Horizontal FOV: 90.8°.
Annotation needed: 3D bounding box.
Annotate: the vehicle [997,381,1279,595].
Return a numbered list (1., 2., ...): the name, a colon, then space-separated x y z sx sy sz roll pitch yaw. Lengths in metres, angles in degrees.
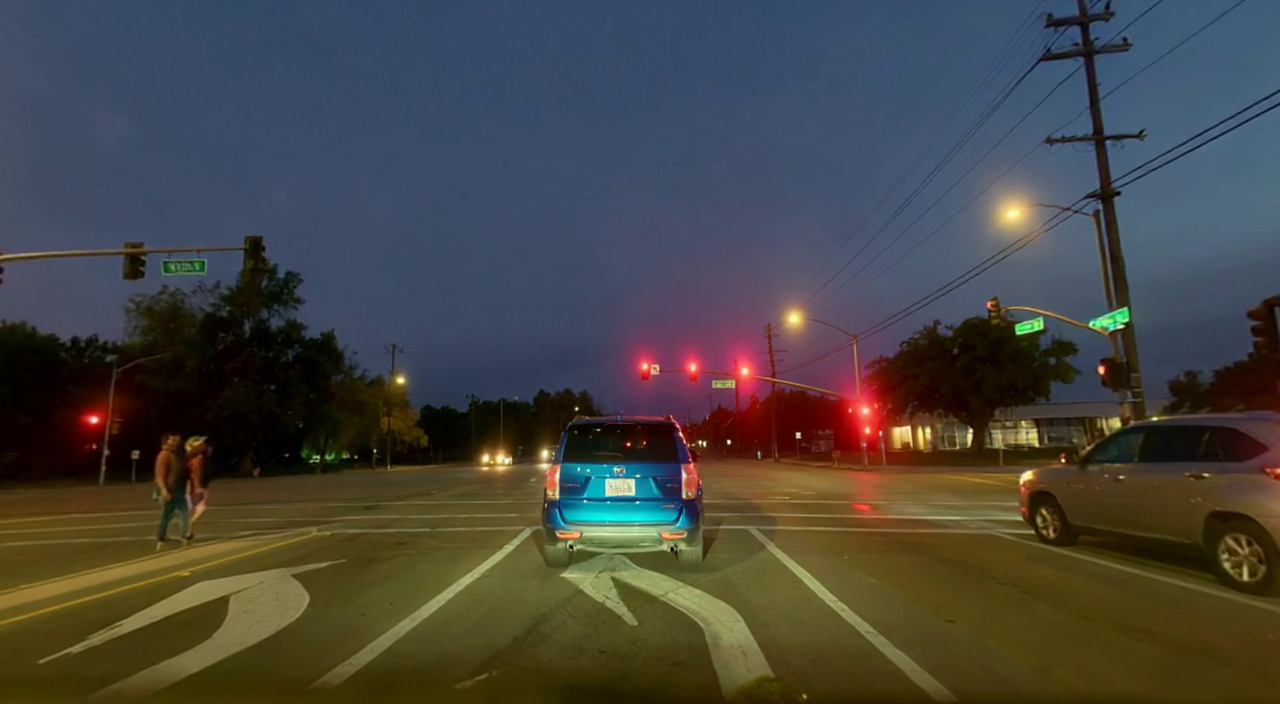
1. vehicle: 6.580 1.440 7.243 2.119 1.827 4.806 0 -9 0

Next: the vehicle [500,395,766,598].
1. vehicle: -0.096 1.560 7.638 2.285 1.729 4.252 0 -9 -1
